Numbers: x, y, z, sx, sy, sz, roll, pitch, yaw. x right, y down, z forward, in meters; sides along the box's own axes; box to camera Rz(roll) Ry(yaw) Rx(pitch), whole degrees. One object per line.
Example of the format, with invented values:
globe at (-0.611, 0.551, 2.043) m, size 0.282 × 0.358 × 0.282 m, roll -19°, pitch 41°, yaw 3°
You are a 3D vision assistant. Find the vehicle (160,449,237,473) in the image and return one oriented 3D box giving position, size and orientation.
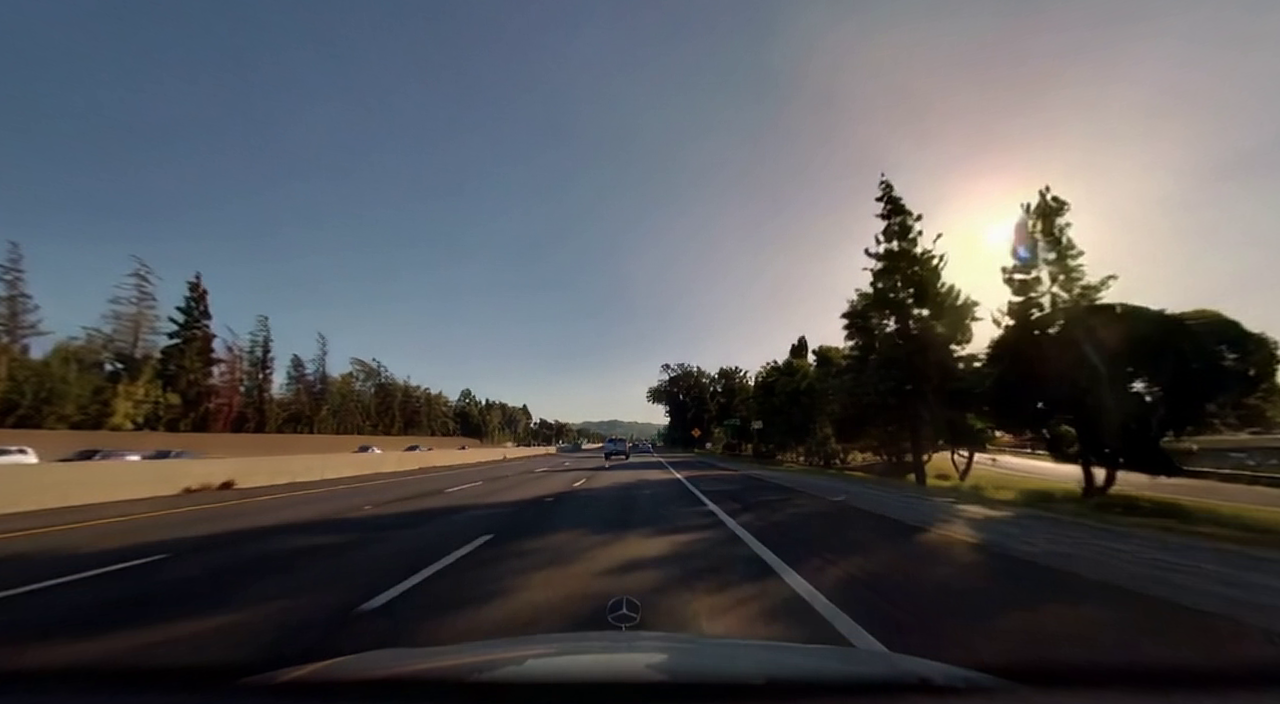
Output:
vehicle at (-29.119, 7.172, 41.747) m, size 1.841 × 1.487 × 4.538 m, roll 0°, pitch -8°, yaw 0°

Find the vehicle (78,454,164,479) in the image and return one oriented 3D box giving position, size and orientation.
vehicle at (-33.209, 7.309, 40.481) m, size 1.831 × 1.431 × 4.333 m, roll 0°, pitch -8°, yaw 0°

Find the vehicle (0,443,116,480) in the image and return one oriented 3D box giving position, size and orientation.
vehicle at (-36.645, 6.847, 39.916) m, size 2.373 × 2.163 × 5.150 m, roll 0°, pitch -8°, yaw 1°
